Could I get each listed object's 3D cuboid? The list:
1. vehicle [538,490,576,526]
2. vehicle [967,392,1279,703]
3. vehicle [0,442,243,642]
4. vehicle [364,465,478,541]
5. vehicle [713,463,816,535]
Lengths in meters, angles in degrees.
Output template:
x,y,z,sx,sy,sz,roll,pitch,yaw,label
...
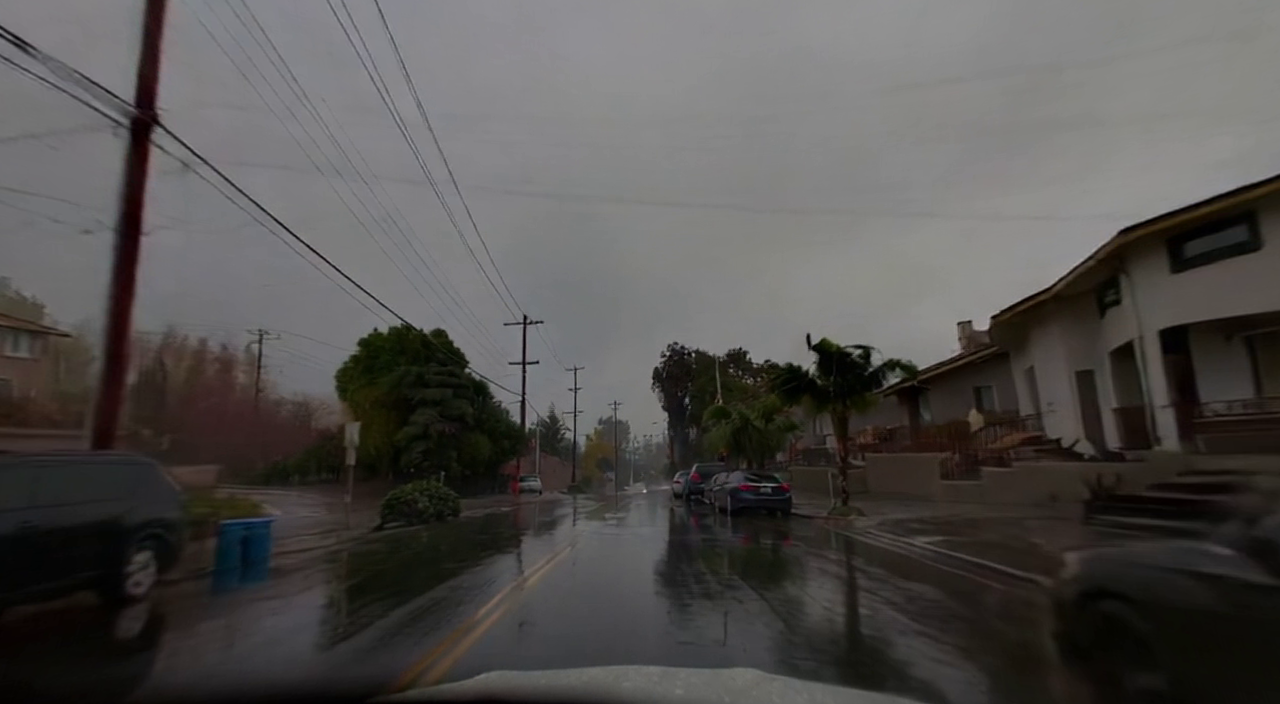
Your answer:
x,y,z,sx,sy,sz,roll,pitch,yaw,label
-6.362,12.106,49.099,2.281,2.248,5.873,0,-9,-1,vehicle
2.994,0.828,1.428,1.927,1.550,4.543,0,-8,-2,vehicle
-6.454,1.684,5.787,2.017,1.683,5.412,0,-8,1,vehicle
-6.560,4.541,19.553,1.933,1.824,5.142,0,-8,-3,vehicle
3.014,3.630,16.072,1.756,1.455,3.965,0,-8,-1,vehicle
